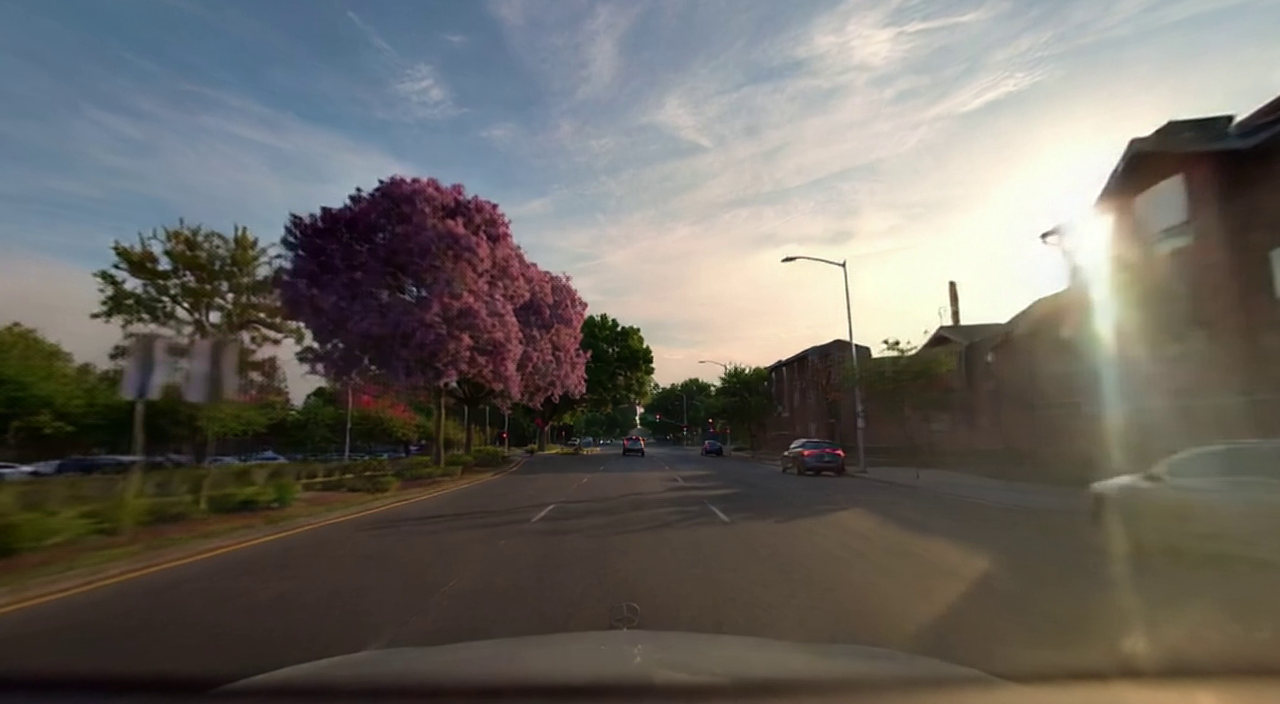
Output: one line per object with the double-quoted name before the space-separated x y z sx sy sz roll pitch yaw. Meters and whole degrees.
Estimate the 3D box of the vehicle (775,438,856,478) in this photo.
"vehicle" 6.919 4.226 25.443 2.032 1.449 4.413 0 -8 0

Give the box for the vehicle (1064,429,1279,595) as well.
"vehicle" 6.620 1.449 5.807 1.891 1.456 4.909 0 -8 -2
